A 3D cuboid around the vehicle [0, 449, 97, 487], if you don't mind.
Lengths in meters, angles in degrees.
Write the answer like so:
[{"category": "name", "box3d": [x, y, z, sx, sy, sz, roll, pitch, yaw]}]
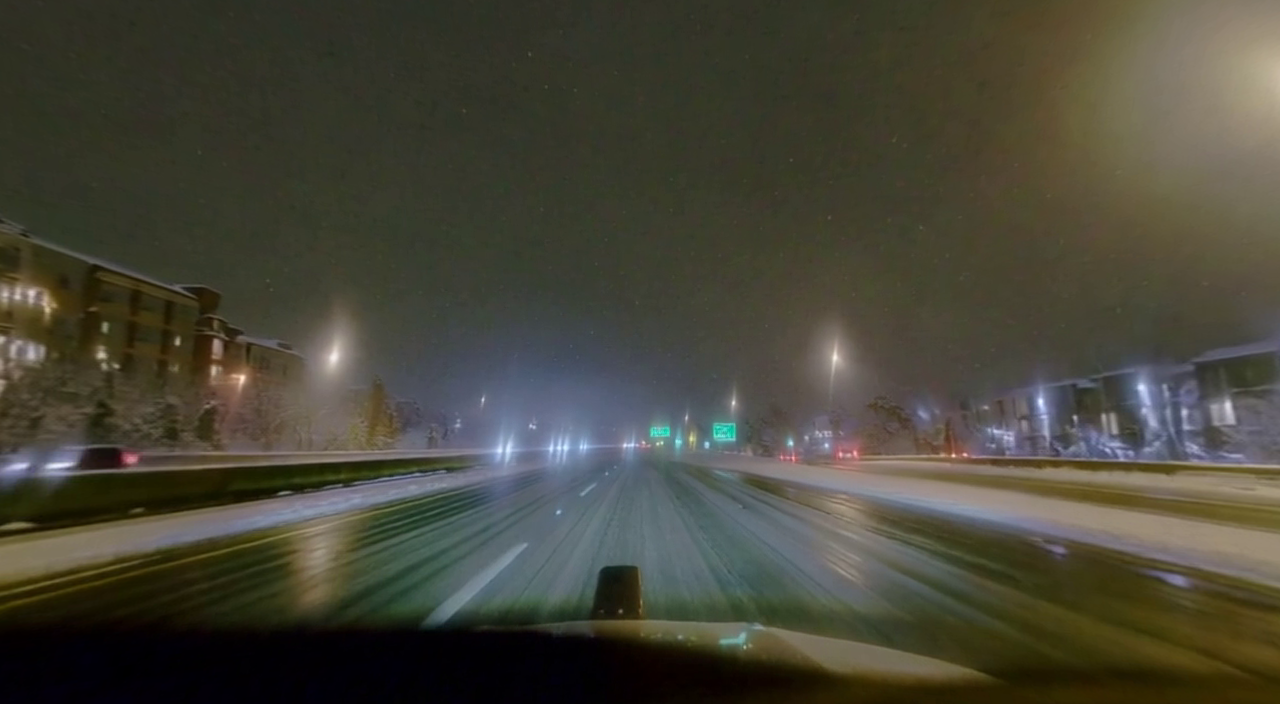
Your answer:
[{"category": "vehicle", "box3d": [-27.336, 5.097, 28.053, 1.927, 1.517, 4.739, 0, -9, 2]}]
